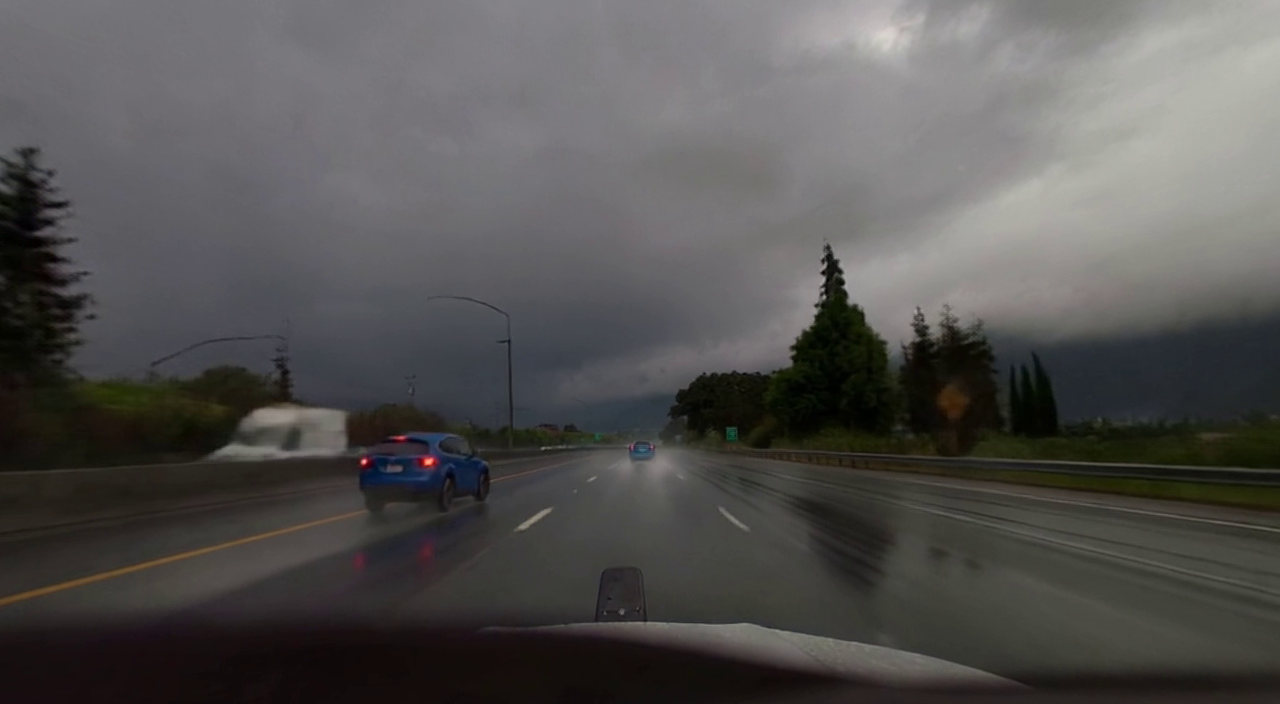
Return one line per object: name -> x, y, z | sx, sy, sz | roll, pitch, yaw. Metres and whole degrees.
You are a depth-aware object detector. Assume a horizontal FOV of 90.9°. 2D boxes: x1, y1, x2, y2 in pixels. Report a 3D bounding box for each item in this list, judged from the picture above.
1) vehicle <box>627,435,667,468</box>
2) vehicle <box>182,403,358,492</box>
vehicle -> 0.402, 5.912, 37.422 | 2.247, 1.825, 4.036 | -1, -9, 0
vehicle -> -11.917, 3.173, 21.007 | 2.274, 2.524, 5.782 | -1, -9, 0
